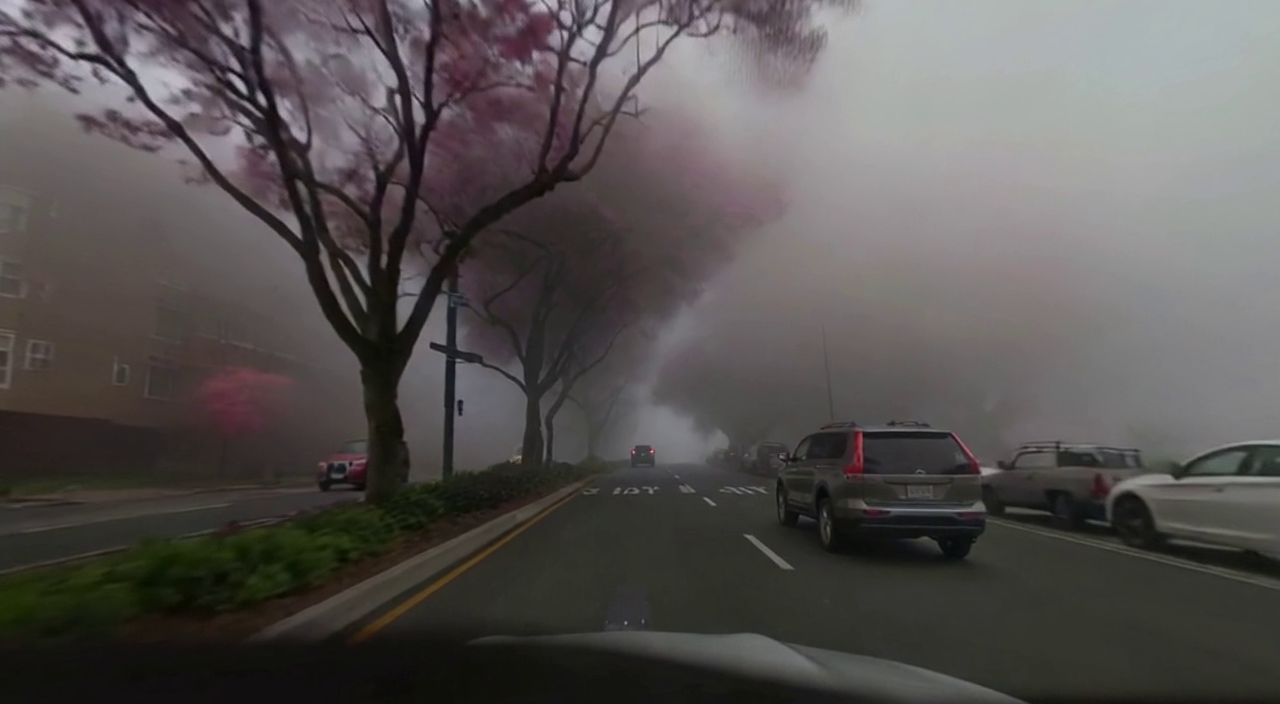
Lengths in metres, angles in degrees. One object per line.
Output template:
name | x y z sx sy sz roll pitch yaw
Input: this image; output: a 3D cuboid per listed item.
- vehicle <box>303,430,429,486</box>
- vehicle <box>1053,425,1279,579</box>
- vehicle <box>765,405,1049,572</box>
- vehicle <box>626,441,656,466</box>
vehicle | -10.300 4.061 24.430 2.502 1.881 5.953 0 -9 -3
vehicle | 7.577 1.700 7.562 2.011 1.566 4.722 0 -8 0
vehicle | 3.280 1.785 9.009 2.071 1.747 4.549 0 -8 0
vehicle | 0.137 7.889 49.078 2.244 1.813 4.129 0 -8 1
